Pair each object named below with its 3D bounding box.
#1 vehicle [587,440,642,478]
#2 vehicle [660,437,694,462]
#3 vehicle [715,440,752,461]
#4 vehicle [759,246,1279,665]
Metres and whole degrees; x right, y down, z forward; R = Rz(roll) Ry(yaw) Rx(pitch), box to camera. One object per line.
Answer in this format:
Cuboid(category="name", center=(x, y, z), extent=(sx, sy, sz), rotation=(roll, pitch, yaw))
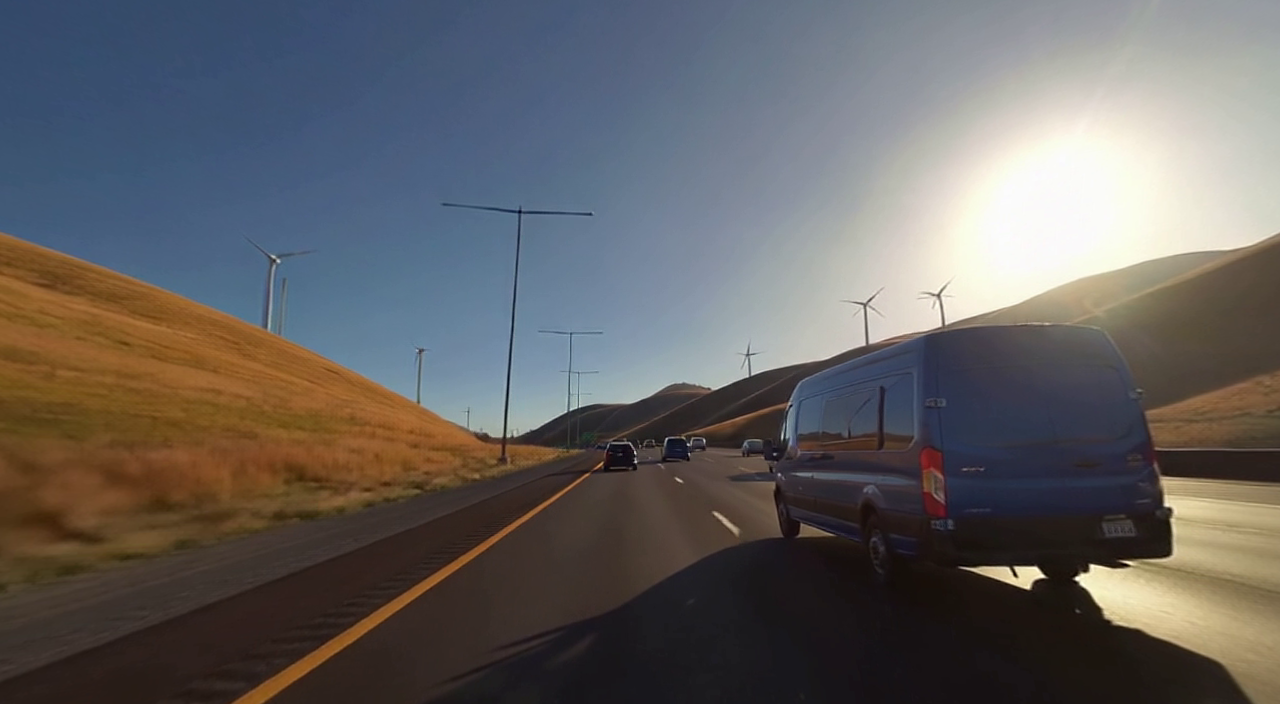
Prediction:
Cuboid(category="vehicle", center=(-1.009, 4.395, 26.280), extent=(2.082, 1.445, 3.826), rotation=(0, -8, -1))
Cuboid(category="vehicle", center=(2.633, 6.977, 45.463), extent=(2.108, 1.717, 3.996), rotation=(0, -8, -1))
Cuboid(category="vehicle", center=(6.762, 7.161, 45.972), extent=(1.858, 1.475, 4.421), rotation=(0, -8, -2))
Cuboid(category="vehicle", center=(3.058, 1.012, 6.866), extent=(2.365, 2.630, 5.754), rotation=(0, -8, 0))
